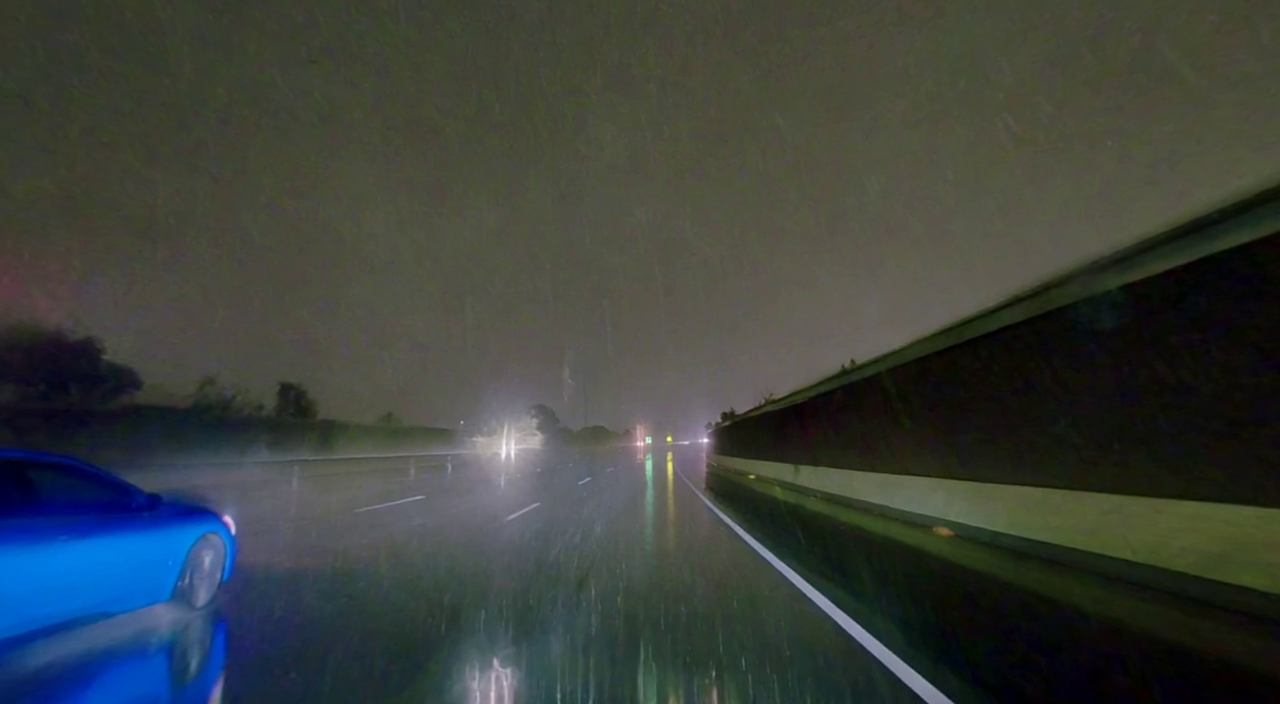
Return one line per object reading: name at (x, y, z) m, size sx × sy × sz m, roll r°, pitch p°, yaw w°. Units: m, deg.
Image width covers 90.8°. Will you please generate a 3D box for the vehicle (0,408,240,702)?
vehicle at (-4.280, 1.052, 3.252) m, size 1.928 × 1.504 × 3.745 m, roll 0°, pitch -9°, yaw 0°
